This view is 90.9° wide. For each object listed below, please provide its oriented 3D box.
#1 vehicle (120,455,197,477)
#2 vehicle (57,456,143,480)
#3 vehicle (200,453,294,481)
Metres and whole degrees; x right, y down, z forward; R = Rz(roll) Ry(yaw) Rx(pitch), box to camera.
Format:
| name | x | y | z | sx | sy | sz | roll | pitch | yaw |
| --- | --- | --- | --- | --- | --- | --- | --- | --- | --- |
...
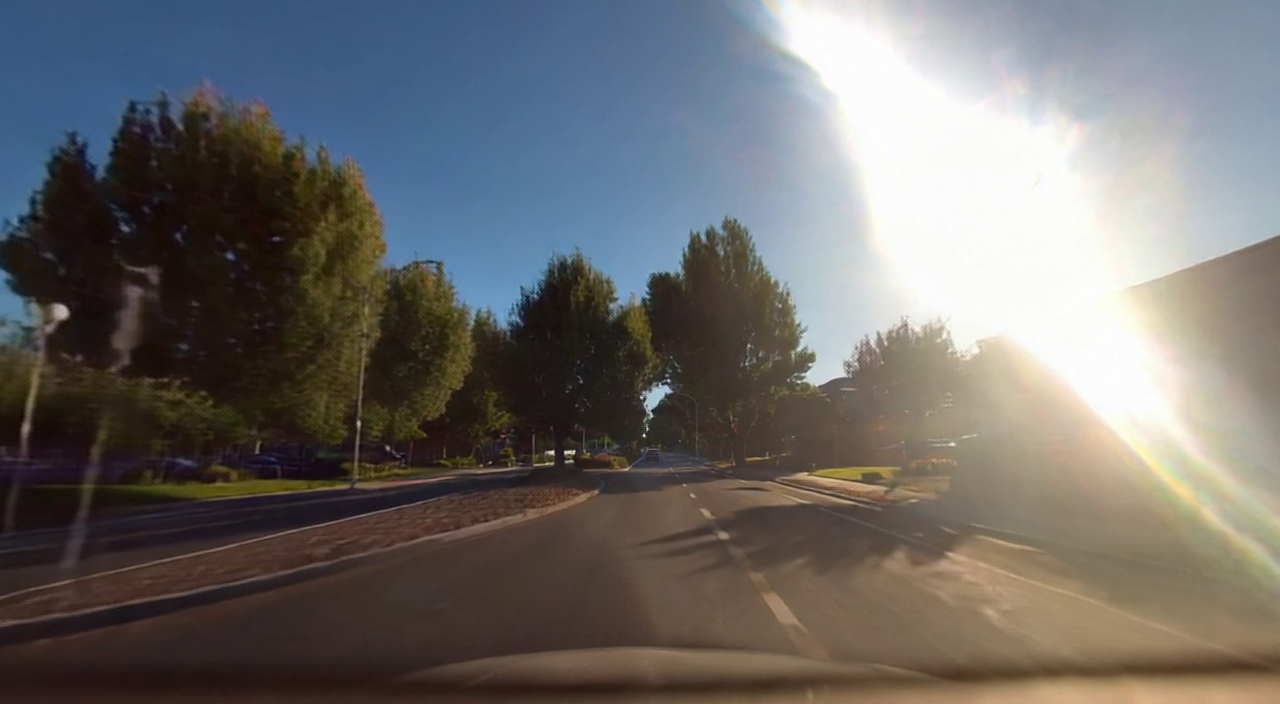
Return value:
| name | x | y | z | sx | sy | sz | roll | pitch | yaw |
| --- | --- | --- | --- | --- | --- | --- | --- | --- | --- |
| vehicle | -37.130 | 8.802 | 48.660 | 4.378 | 1.604 | 1.989 | -1 | -9 | 5 |
| vehicle | -35.889 | 7.692 | 42.038 | 1.788 | 1.470 | 4.439 | 0 | -8 | 0 |
| vehicle | -22.676 | 6.638 | 36.456 | 4.140 | 1.556 | 1.995 | -1 | -8 | 2 |
